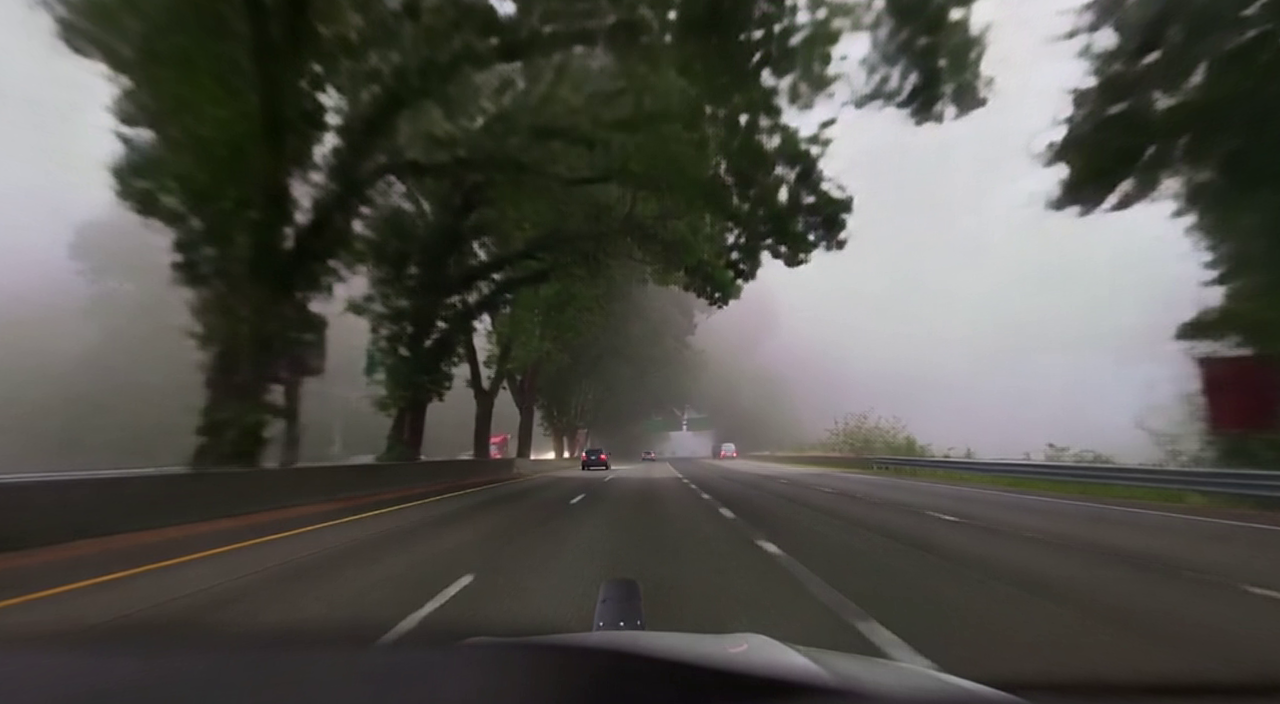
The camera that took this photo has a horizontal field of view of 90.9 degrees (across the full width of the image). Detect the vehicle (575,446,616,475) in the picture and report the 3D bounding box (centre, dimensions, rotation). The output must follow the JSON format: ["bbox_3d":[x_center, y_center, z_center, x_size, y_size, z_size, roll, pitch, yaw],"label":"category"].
[{"bbox_3d":[-2.677,6.684,39.019,2.086,1.650,4.122,-1,-9,2],"label":"vehicle"}]
